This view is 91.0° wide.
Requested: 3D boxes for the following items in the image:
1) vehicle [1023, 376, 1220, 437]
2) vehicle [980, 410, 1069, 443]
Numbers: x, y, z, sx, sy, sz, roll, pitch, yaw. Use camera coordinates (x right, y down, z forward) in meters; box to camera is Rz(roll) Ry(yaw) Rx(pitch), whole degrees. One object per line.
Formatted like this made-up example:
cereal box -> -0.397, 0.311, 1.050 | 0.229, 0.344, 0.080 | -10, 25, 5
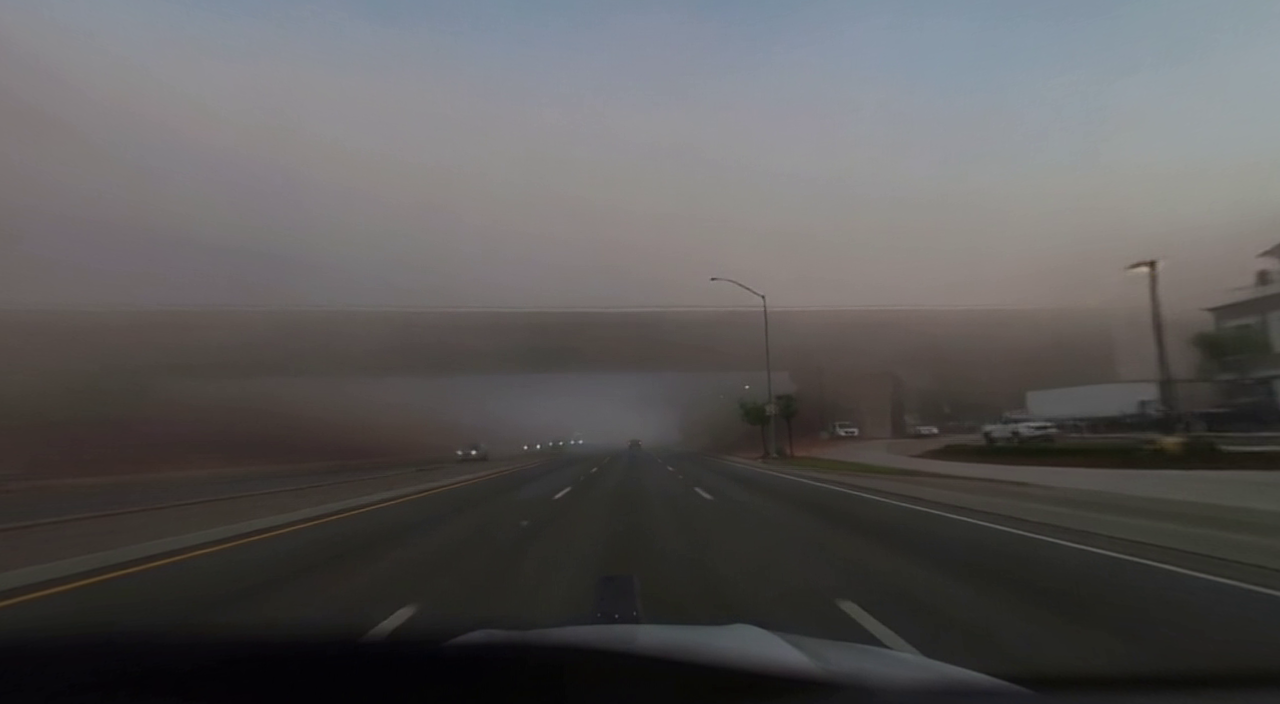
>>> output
vehicle -> 32.411, 4.033, 43.619 | 2.939, 3.399, 12.682 | -3, -7, -4
vehicle -> 23.030, 4.553, 37.980 | 1.996, 1.797, 5.065 | 0, -8, -2
